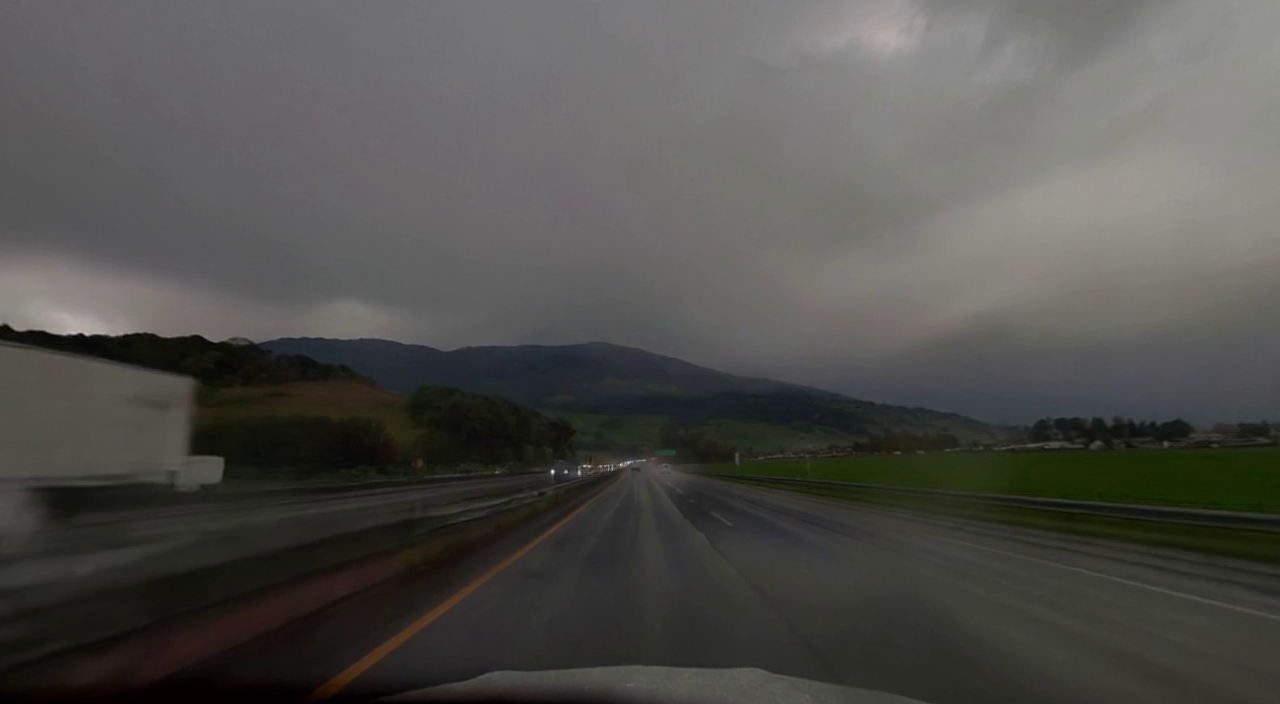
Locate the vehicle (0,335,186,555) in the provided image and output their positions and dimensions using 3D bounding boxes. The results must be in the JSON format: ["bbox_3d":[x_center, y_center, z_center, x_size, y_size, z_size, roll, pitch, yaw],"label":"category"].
[{"bbox_3d":[-13.634,1.306,9.491,2.865,4.107,14.092,1,-10,0],"label":"vehicle"}]

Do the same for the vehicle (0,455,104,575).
[{"bbox_3d":[-9.257,1.987,7.512,1.903,1.543,4.233,1,-10,0],"label":"vehicle"}]
